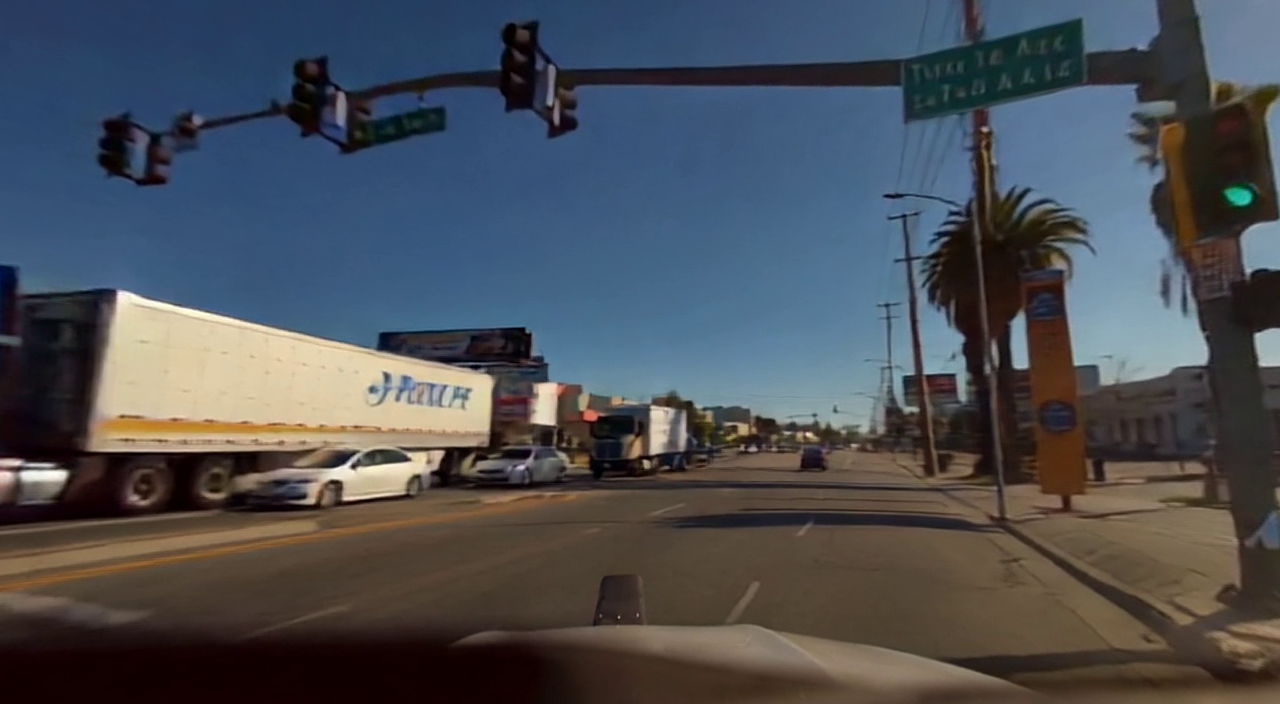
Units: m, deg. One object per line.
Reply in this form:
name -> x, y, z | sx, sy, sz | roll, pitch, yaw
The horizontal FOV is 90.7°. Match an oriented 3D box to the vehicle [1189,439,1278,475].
vehicle -> 28.305, 5.006, 30.323 | 1.697, 1.559, 3.647 | -3, -9, 20

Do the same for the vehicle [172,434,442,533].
vehicle -> -6.533, 2.569, 13.241 | 1.949, 1.510, 4.958 | -5, -7, 19

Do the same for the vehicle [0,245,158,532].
vehicle -> -11.859, 0.316, 8.257 | 3.029, 4.352, 8.167 | -3, -9, 19

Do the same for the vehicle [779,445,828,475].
vehicle -> 9.127, 5.911, 34.974 | 2.040, 1.492, 5.114 | -3, -9, 20

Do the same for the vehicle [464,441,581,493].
vehicle -> -3.854, 3.899, 21.620 | 1.919, 1.512, 4.443 | -5, -10, 19

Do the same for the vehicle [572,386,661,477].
vehicle -> -1.047, 3.755, 29.607 | 3.027, 3.903, 3.372 | -4, -9, 21

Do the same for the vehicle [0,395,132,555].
vehicle -> -9.069, 1.392, 6.840 | 2.200, 1.893, 5.079 | -5, -10, 17
